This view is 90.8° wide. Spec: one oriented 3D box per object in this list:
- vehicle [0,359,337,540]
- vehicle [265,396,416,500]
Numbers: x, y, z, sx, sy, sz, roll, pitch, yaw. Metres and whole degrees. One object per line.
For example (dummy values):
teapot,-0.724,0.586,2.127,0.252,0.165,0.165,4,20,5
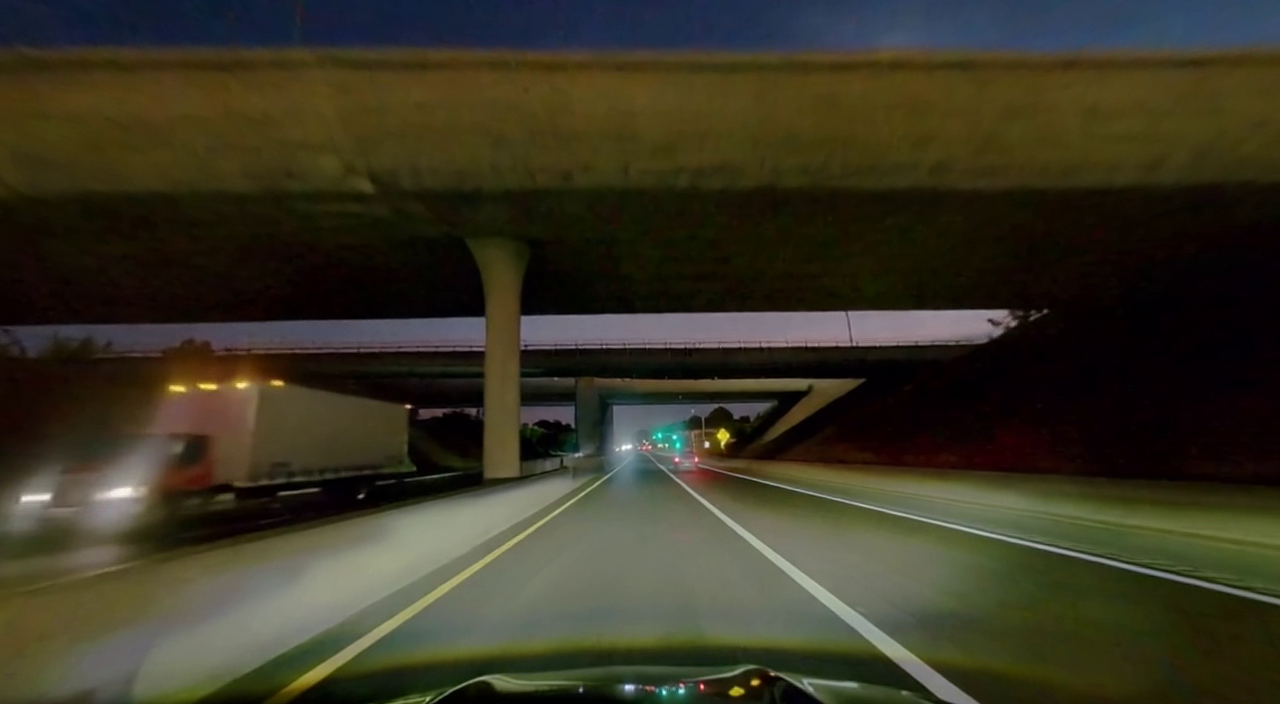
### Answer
vehicle,-13.115,2.909,19.044,3.038,4.027,9.826,0,-9,0
vehicle,-13.148,4.365,28.738,2.848,4.007,7.992,0,-9,0
